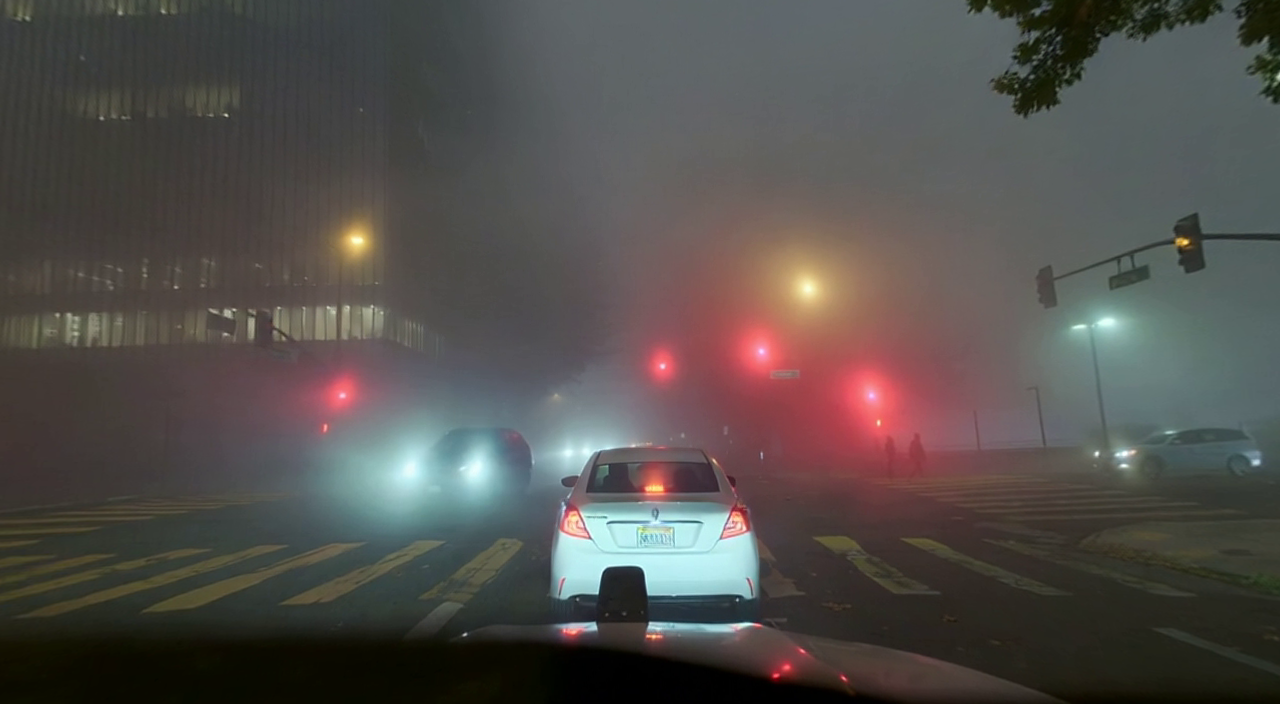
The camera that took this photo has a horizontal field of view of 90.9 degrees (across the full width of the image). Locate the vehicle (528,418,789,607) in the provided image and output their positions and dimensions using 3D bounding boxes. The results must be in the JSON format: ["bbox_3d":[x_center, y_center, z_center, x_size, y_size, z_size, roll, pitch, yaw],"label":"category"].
[{"bbox_3d":[-0.140,1.647,7.478,1.893,1.532,4.145,2,-9,-16],"label":"vehicle"}]

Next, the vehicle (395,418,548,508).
[{"bbox_3d":[-4.054,2.819,16.451,2.317,1.924,5.518,0,-8,2],"label":"vehicle"}]

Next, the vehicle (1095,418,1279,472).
[{"bbox_3d":[19.137,3.265,22.212,4.675,1.772,1.945,0,-8,-1],"label":"vehicle"}]
